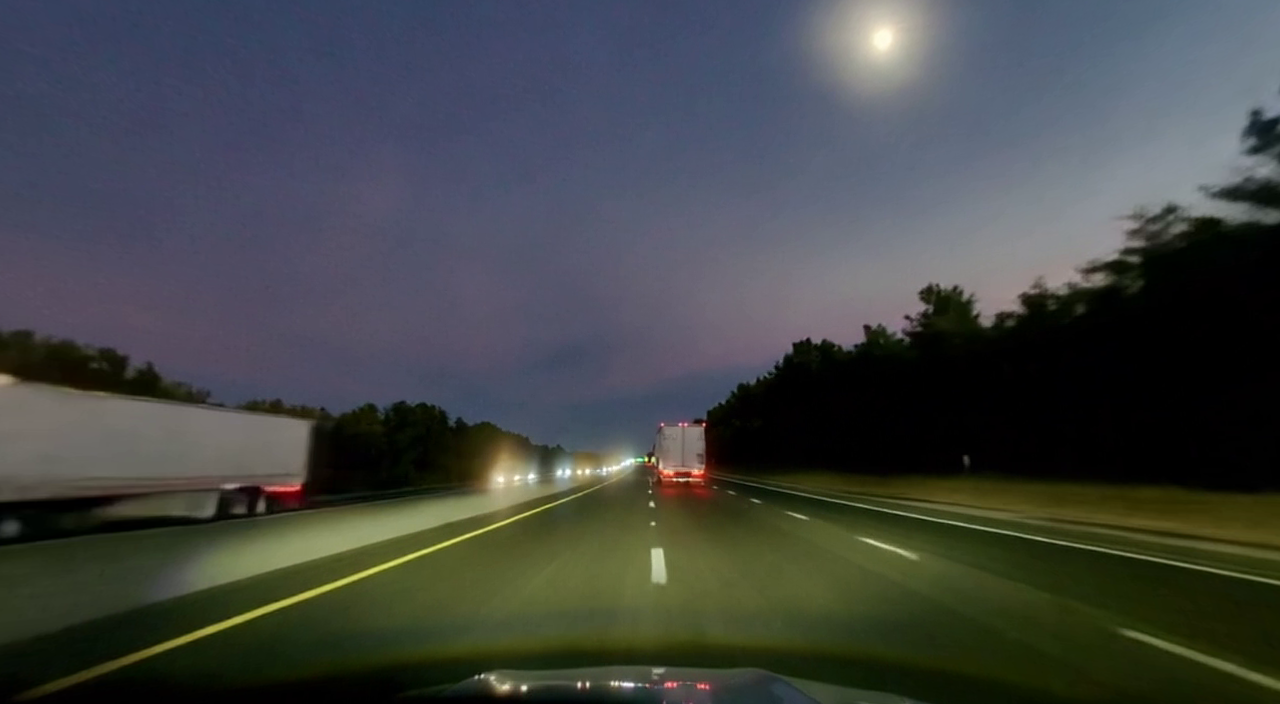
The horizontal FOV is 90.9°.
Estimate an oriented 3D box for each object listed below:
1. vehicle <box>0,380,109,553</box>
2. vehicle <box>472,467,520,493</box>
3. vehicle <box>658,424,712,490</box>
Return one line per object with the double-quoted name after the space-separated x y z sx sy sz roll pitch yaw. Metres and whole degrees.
-13.646 1.915 10.657 2.739 3.258 7.223 0 -10 1 "vehicle"
-8.779 7.835 38.808 1.844 1.456 4.062 0 -10 2 "vehicle"
3.071 7.868 46.709 3.204 4.102 13.306 0 -10 1 "vehicle"
